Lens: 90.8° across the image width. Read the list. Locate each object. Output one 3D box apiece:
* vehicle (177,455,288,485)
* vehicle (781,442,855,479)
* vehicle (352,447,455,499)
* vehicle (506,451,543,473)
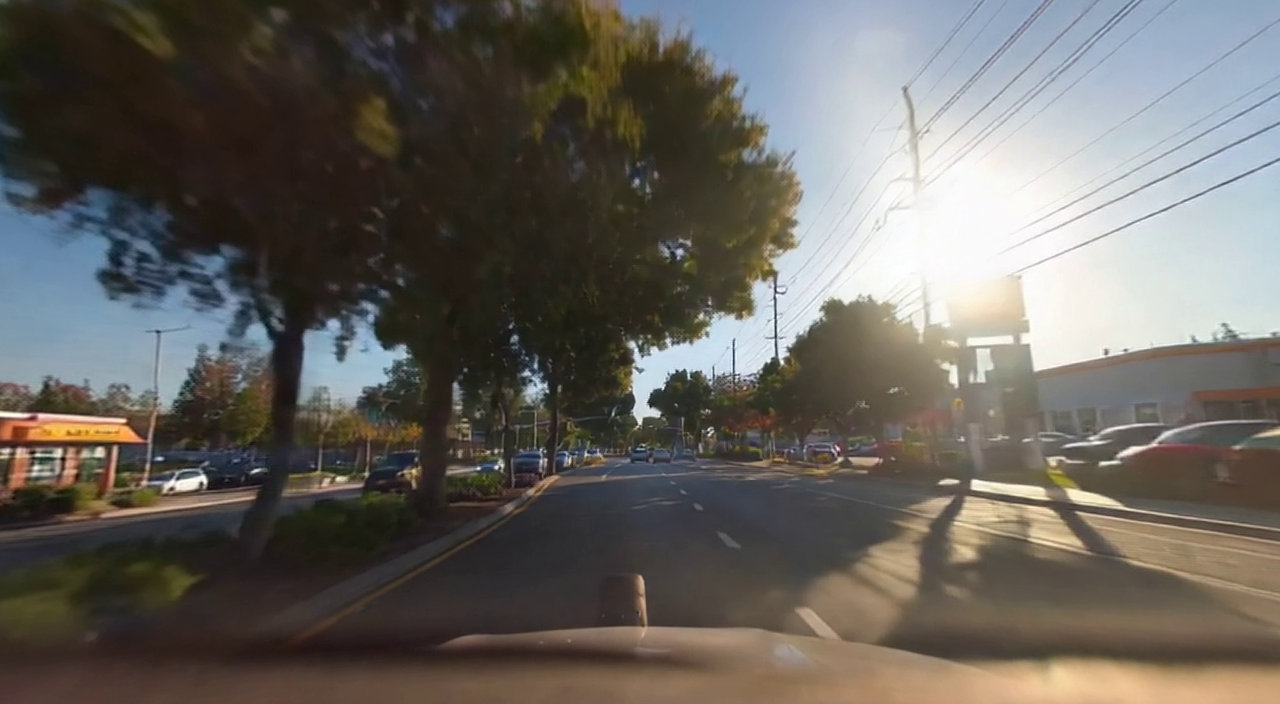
[{"bbox_3d":[-28.436,8.237,44.273,6.009,1.888,2.416,0,-8,-2],"label":"vehicle"},{"bbox_3d":[9.371,5.713,33.789,2.358,1.785,5.404,0,-8,0],"label":"vehicle"},{"bbox_3d":[-8.558,4.382,23.355,2.113,1.703,4.459,0,-8,0],"label":"vehicle"},{"bbox_3d":[-8.514,8.147,46.900,1.888,1.454,4.420,0,-8,1],"label":"vehicle"}]
